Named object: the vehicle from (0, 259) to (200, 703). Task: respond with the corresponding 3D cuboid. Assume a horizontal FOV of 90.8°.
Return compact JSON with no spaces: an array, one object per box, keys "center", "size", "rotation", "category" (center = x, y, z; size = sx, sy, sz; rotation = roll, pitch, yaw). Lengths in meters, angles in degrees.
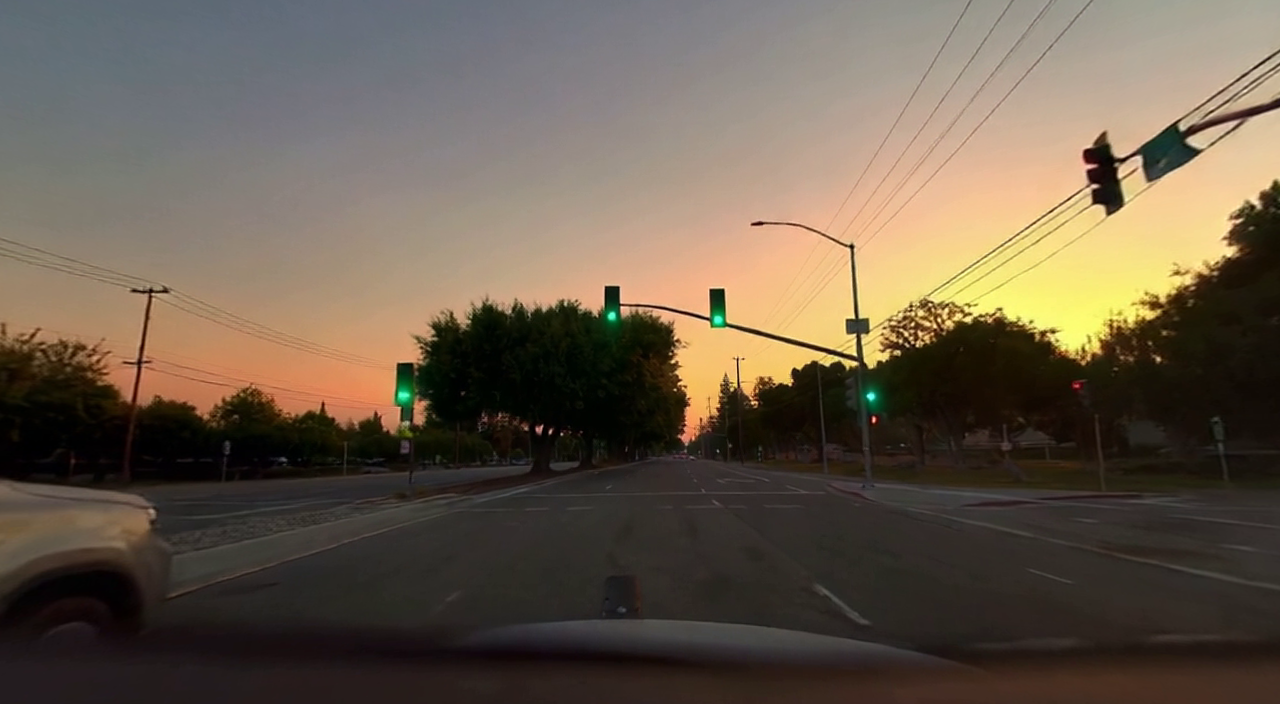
[{"center":[-3.446,0.408,0.456],"size":[2.374,1.985,5.391],"rotation":[0,-8,0],"category":"vehicle"}]
